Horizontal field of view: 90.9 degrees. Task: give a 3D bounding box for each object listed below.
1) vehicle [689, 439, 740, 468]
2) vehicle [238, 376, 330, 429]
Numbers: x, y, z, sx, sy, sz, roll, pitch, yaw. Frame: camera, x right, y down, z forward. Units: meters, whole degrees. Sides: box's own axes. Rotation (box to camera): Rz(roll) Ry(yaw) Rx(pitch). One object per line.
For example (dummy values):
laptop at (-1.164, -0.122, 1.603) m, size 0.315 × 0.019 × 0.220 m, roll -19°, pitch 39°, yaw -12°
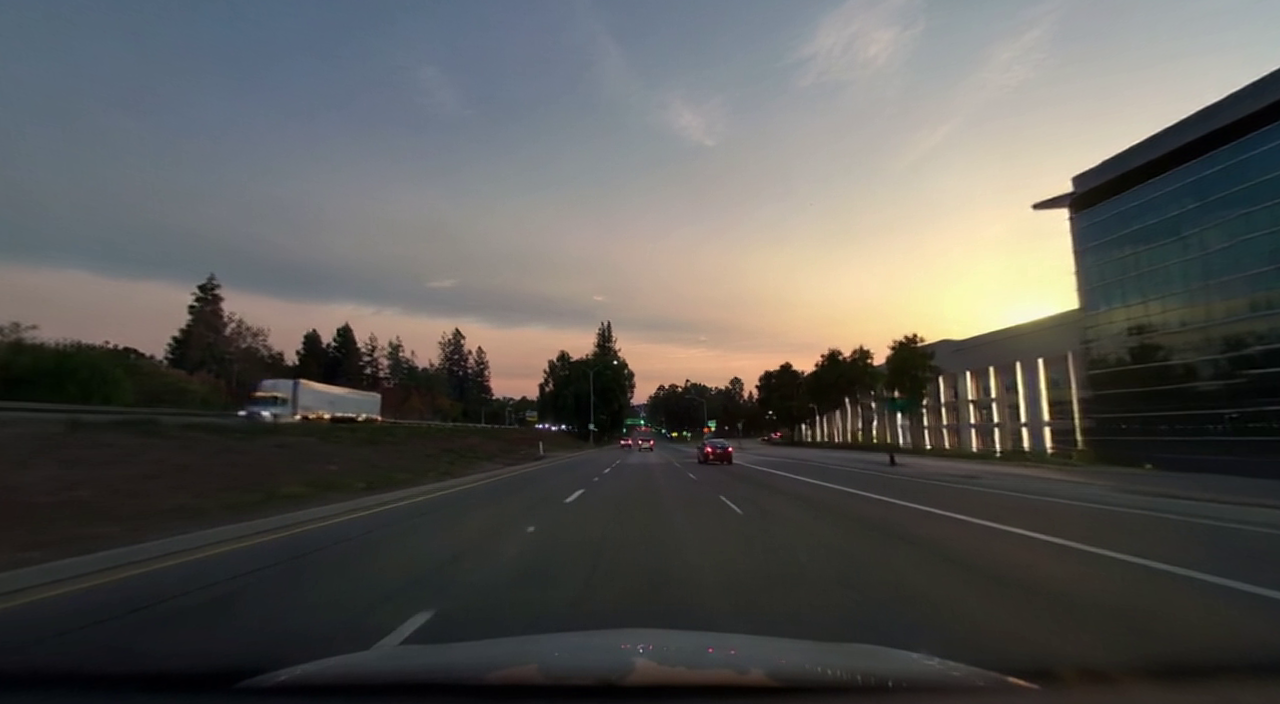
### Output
vehicle at (3.806, 5.299, 33.095) m, size 2.069 × 1.431 × 4.313 m, roll 0°, pitch -8°, yaw -1°
vehicle at (-27.610, 4.069, 49.382) m, size 2.975 × 3.655 × 7.228 m, roll 0°, pitch -8°, yaw -1°
